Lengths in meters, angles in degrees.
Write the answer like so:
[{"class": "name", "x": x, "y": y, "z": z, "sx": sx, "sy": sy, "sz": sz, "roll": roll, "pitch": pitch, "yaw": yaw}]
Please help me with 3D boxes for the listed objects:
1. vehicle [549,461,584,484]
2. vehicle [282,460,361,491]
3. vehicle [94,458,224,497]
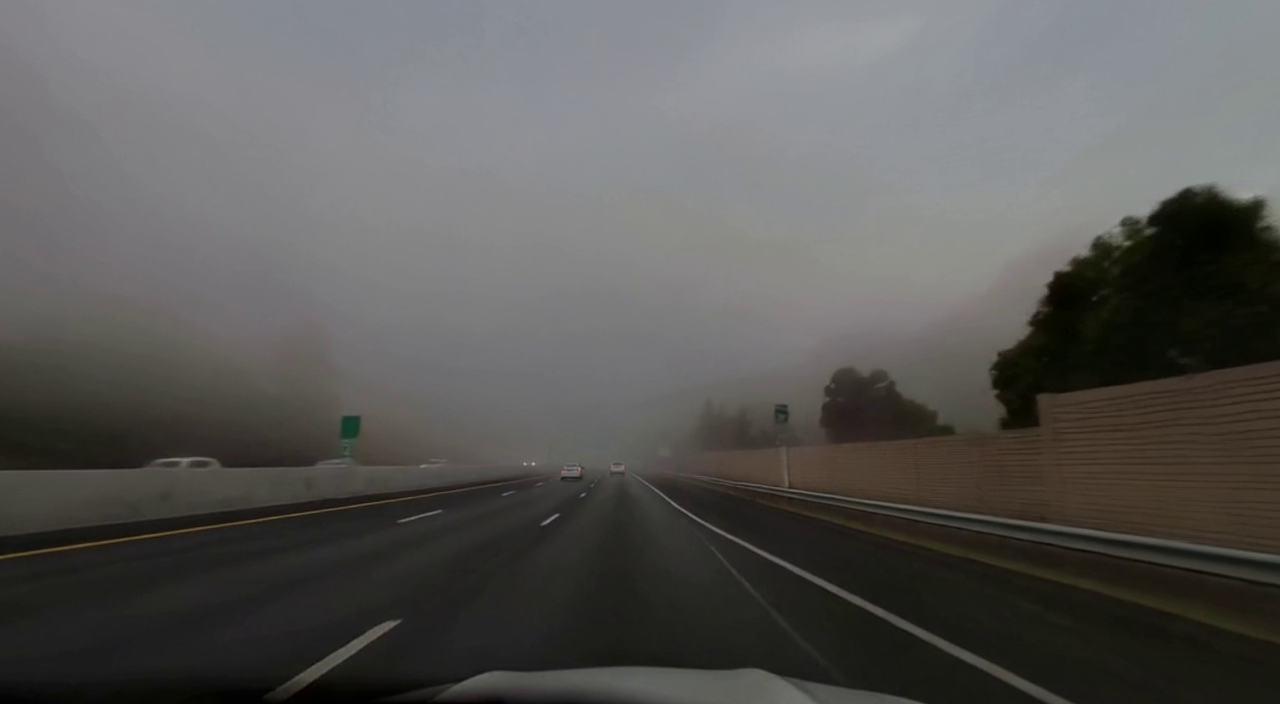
[{"class": "vehicle", "x": -5.304, "y": 8.770, "z": 45.855, "sx": 2.039, "sy": 1.605, "sz": 4.365, "roll": 1, "pitch": -11, "yaw": -1}, {"class": "vehicle", "x": -16.714, "y": 6.528, "z": 33.325, "sx": 1.839, "sy": 1.478, "sz": 4.496, "roll": 1, "pitch": -11, "yaw": -1}, {"class": "vehicle", "x": -20.301, "y": 5.323, "z": 26.871, "sx": 2.038, "sy": 1.507, "sz": 4.425, "roll": 1, "pitch": -11, "yaw": 0}]
